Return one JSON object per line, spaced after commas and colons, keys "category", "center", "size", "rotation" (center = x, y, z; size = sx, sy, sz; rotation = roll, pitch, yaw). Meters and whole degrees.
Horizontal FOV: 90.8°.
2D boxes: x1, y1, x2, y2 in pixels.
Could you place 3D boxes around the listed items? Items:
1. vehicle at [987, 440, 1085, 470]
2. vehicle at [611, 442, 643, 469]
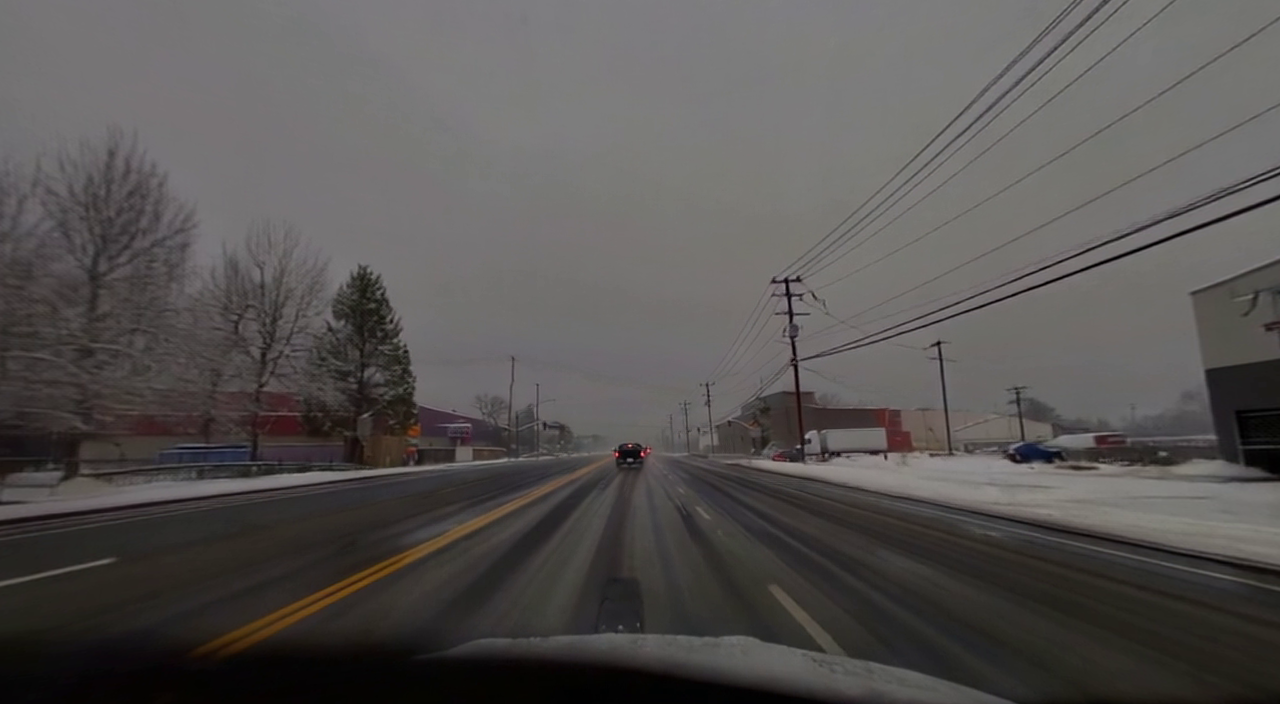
{"category": "vehicle", "center": [24.859, 6.491, 39.790], "size": [4.805, 1.781, 1.974], "rotation": [0, -9, 0]}
{"category": "vehicle", "center": [-0.771, 6.413, 39.218], "size": [1.937, 1.588, 3.746], "rotation": [0, -9, 0]}
